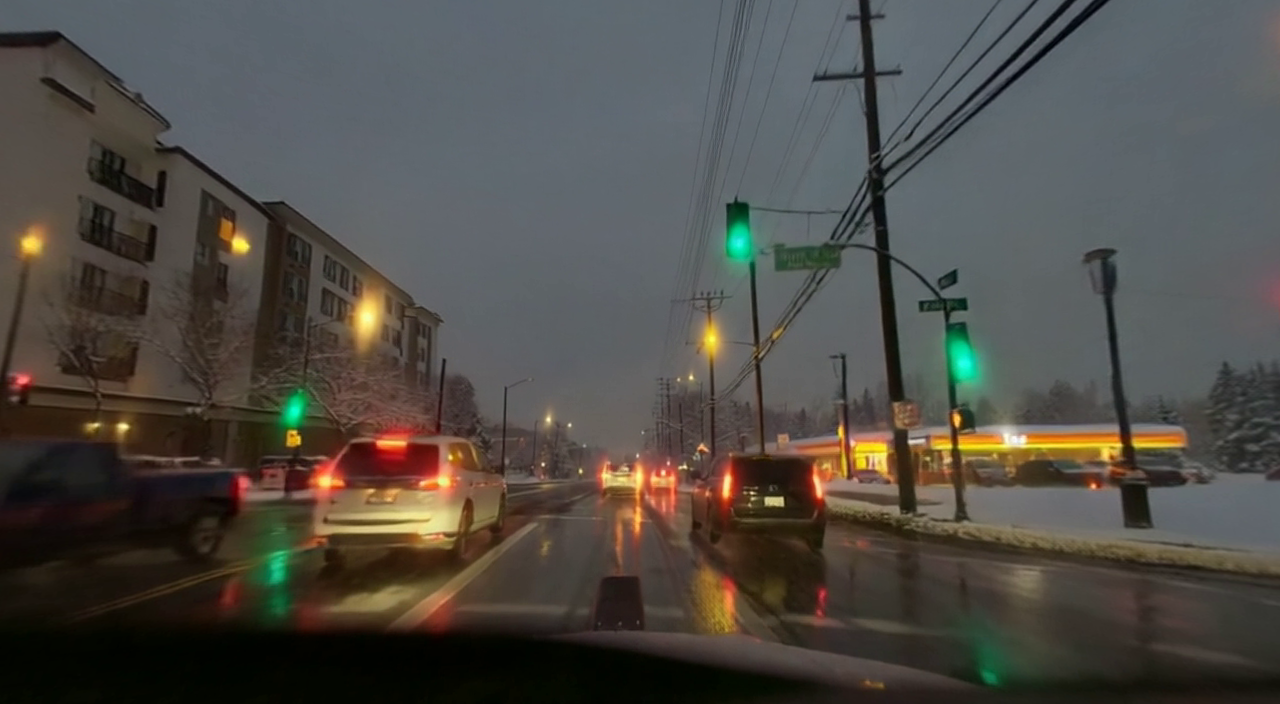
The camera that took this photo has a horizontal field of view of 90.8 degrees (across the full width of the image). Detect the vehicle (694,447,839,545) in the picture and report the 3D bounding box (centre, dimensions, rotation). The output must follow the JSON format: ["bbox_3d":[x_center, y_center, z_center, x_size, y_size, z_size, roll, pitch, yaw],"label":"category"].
[{"bbox_3d":[2.374,2.806,13.092,1.945,1.647,4.160,0,-8,-3],"label":"vehicle"}]

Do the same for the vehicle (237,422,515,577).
[{"bbox_3d":[-3.389,1.974,9.345,2.221,1.706,4.451,0,-8,-1],"label":"vehicle"}]

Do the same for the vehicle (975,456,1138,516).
[{"bbox_3d":[12.231,3.866,18.599,4.048,1.539,1.820,3,-9,-19],"label":"vehicle"}]

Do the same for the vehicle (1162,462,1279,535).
[{"bbox_3d":[15.801,3.626,16.070,1.959,1.482,4.664,-2,-9,14],"label":"vehicle"}]

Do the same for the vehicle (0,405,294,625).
[{"bbox_3d":[-6.359,1.642,7.230,2.115,1.794,4.757,0,-8,-1],"label":"vehicle"}]

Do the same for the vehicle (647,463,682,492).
[{"bbox_3d":[1.564,8.202,41.609,1.953,1.687,4.094,0,-8,-3],"label":"vehicle"}]

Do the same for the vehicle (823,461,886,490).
[{"bbox_3d":[12.834,7.396,38.196,1.846,1.480,4.649,0,-8,-5],"label":"vehicle"}]

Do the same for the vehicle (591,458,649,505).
[{"bbox_3d":[-0.712,4.804,23.826,1.999,1.487,3.939,0,-8,-1],"label":"vehicle"}]
